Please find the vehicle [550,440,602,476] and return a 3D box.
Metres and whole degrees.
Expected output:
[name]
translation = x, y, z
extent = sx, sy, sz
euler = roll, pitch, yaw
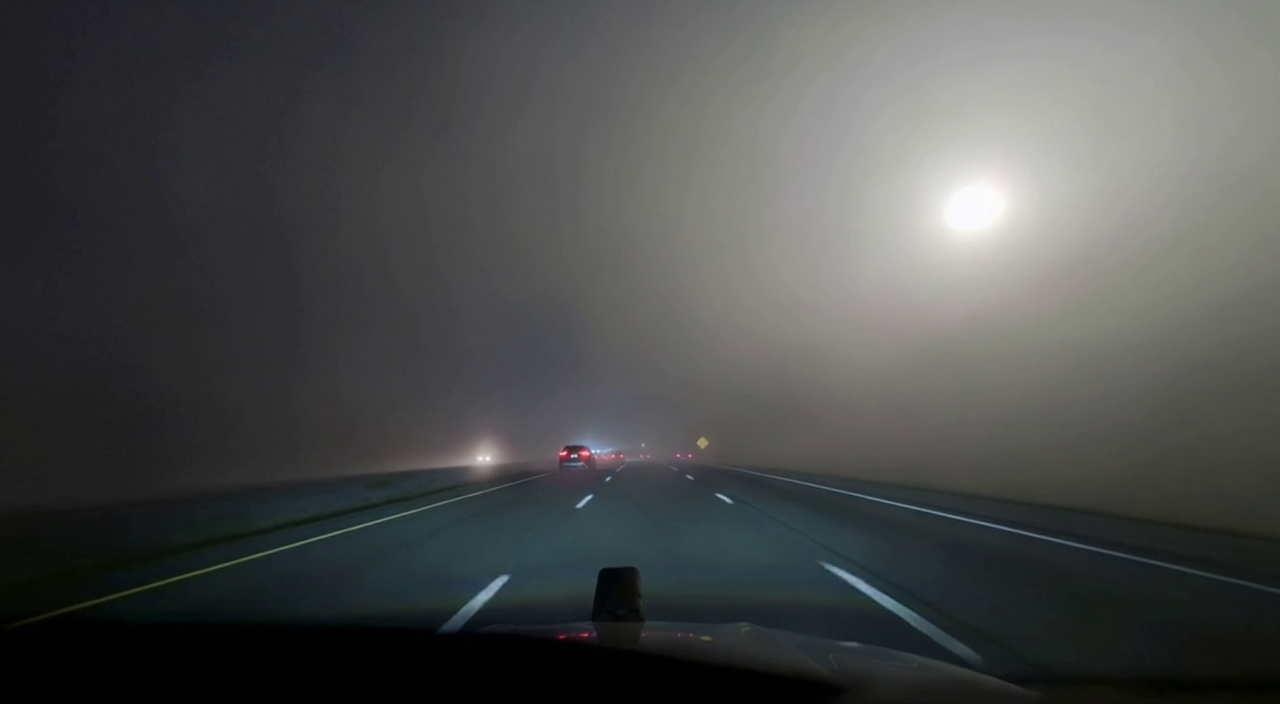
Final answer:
[vehicle]
translation = -3.177, 5.352, 32.018
extent = 2.070, 1.707, 4.309
euler = 0, -9, 1
